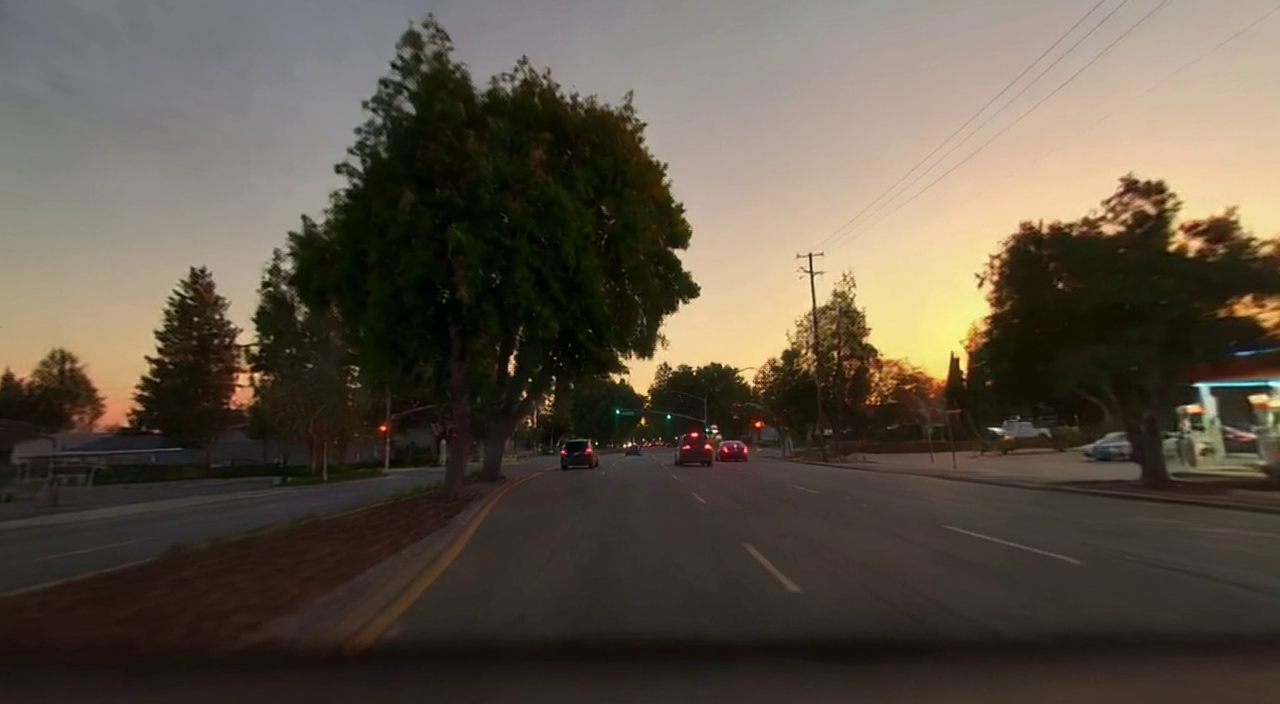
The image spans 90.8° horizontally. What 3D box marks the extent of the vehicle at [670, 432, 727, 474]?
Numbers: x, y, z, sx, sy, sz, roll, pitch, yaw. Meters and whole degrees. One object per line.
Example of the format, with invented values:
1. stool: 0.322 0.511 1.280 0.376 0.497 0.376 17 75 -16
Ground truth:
1. vehicle: 2.693 4.784 30.105 2.140 1.800 4.660 0 -8 -1

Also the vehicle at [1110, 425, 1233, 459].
1. vehicle: 24.289 4.163 29.133 1.805 1.460 4.326 0 -8 -2

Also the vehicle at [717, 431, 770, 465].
1. vehicle: 6.958 6.516 43.043 2.510 2.176 5.527 0 -8 -2

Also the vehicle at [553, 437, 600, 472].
1. vehicle: -3.459 5.675 35.284 2.261 1.820 4.255 0 -8 -1
